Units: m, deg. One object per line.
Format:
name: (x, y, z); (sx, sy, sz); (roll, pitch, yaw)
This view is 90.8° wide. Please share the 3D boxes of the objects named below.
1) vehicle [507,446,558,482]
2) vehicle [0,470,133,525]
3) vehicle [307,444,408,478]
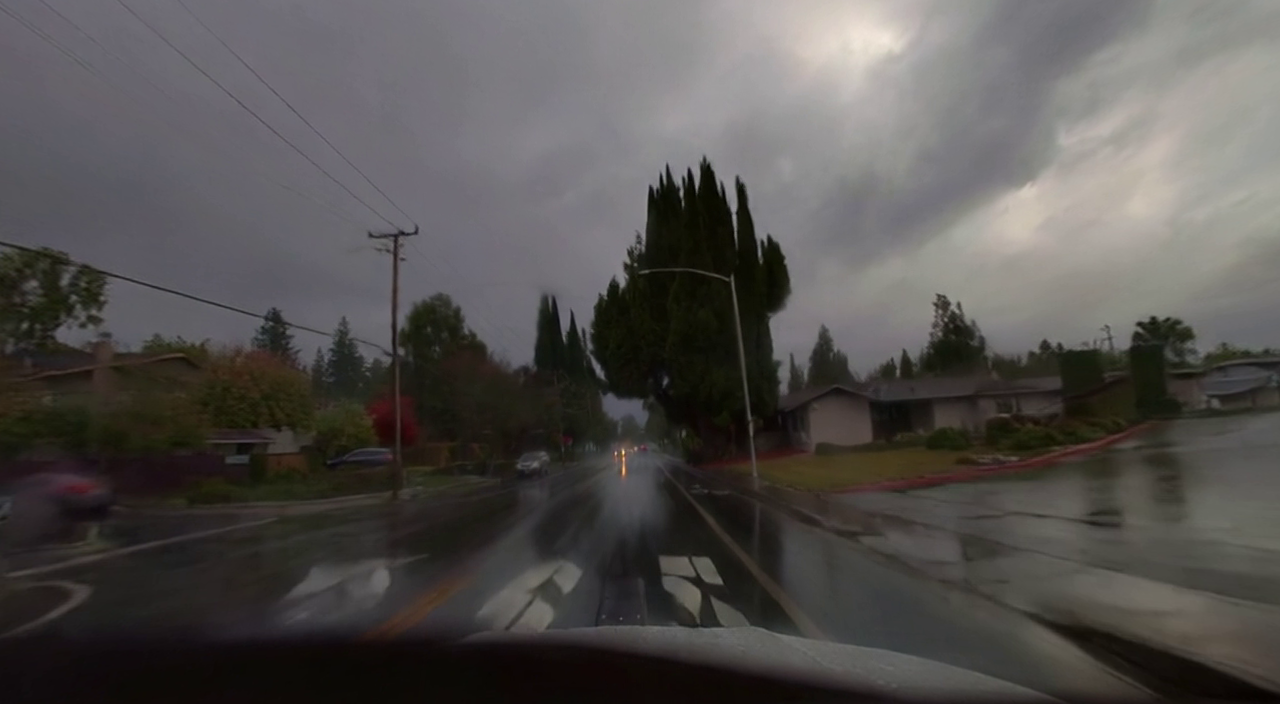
vehicle: (-6.544, 6.880, 38.892); (2.176, 1.885, 5.174); (-5, -10, -1)
vehicle: (-17.798, 4.246, 18.640); (4.321, 1.452, 1.911); (-2, -9, 9)
vehicle: (-15.613, 6.015, 35.010); (4.735, 1.712, 1.992); (-2, -9, 9)
